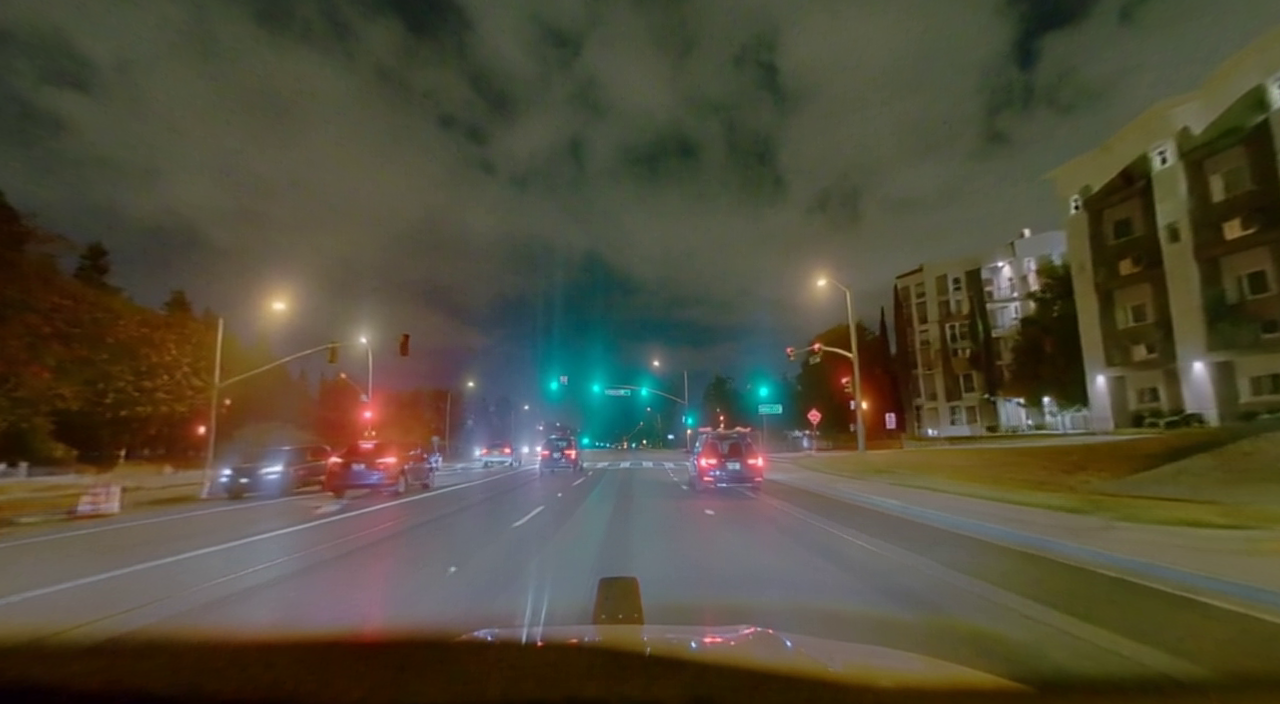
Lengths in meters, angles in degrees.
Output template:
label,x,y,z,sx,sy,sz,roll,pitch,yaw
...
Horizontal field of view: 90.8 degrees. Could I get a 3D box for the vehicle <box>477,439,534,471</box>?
label,x,y,z,sx,sy,sz,roll,pitch,yaw
vehicle,-6.653,5.115,31.662,1.993,1.492,3.666,0,-8,1

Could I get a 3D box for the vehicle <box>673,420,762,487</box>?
label,x,y,z,sx,sy,sz,roll,pitch,yaw
vehicle,2.273,3.152,19.804,2.197,1.835,4.316,0,-8,-1

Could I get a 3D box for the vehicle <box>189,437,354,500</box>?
label,x,y,z,sx,sy,sz,roll,pitch,yaw
vehicle,-9.889,3.144,17.480,1.874,1.492,4.475,0,-8,0

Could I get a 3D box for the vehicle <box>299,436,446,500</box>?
label,x,y,z,sx,sy,sz,roll,pitch,yaw
vehicle,-7.069,3.091,17.336,1.928,1.488,4.635,0,-8,1

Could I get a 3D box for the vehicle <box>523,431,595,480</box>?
label,x,y,z,sx,sy,sz,roll,pitch,yaw
vehicle,-2.893,3.822,23.535,2.121,1.654,3.993,0,-8,1
